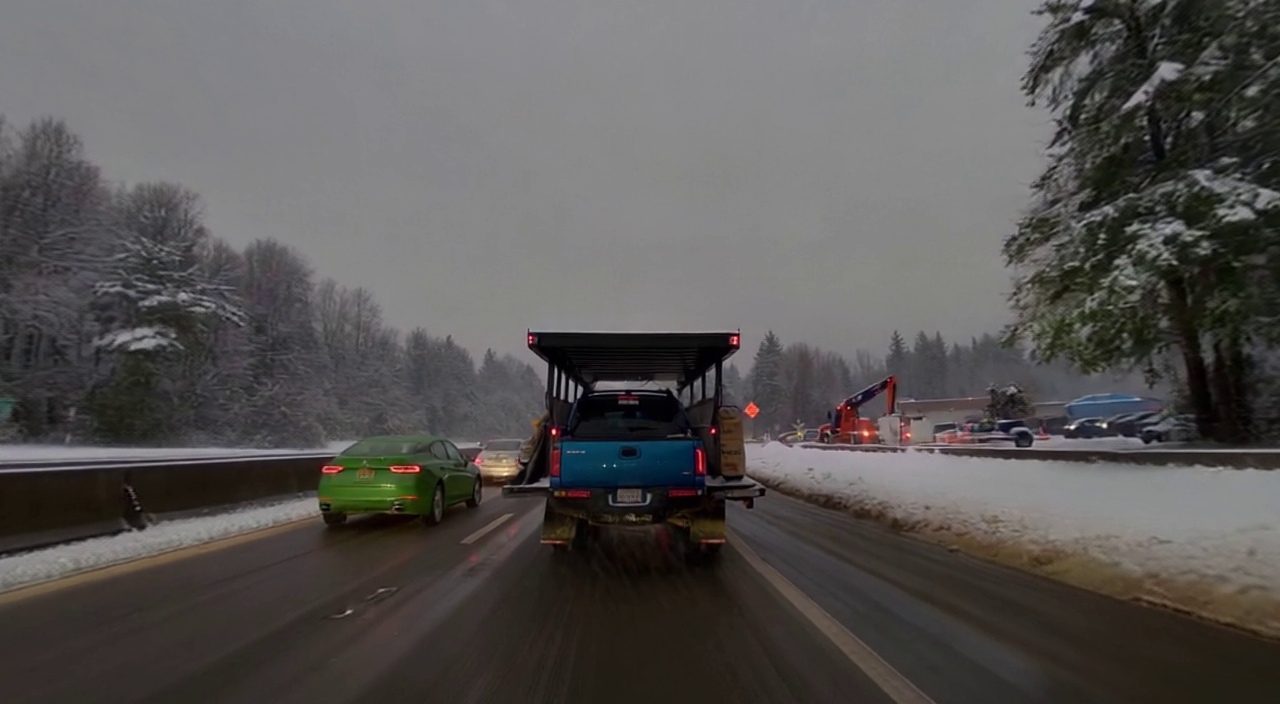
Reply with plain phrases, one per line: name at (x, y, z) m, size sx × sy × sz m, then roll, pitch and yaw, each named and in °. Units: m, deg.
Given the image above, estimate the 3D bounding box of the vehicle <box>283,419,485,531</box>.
vehicle at (-4.421, 2.199, 11.876) m, size 2.057 × 1.665 × 4.572 m, roll 0°, pitch -8°, yaw -3°

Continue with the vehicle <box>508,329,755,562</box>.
vehicle at (-0.342, 1.789, 12.340) m, size 2.735 × 2.597 × 10.435 m, roll 0°, pitch -8°, yaw -3°

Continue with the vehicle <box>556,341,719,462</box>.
vehicle at (-0.166, 0.995, 10.754) m, size 2.156 × 1.604 × 4.680 m, roll 0°, pitch -9°, yaw -3°
